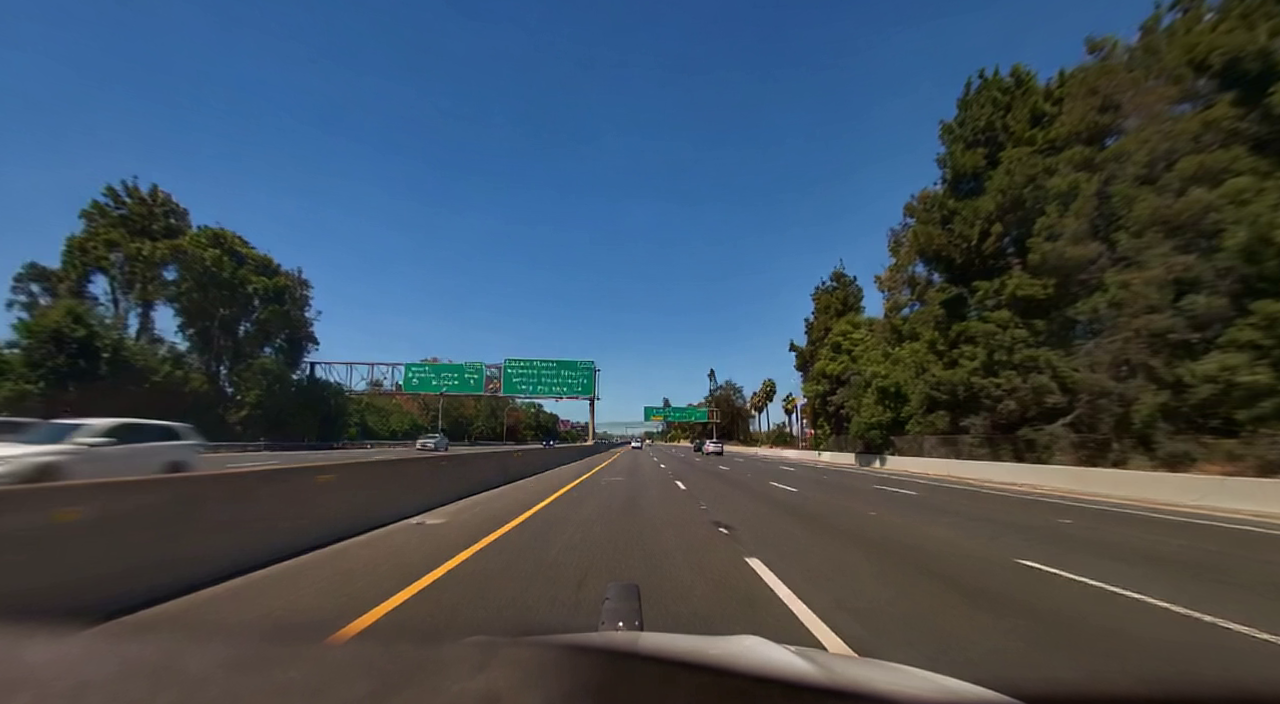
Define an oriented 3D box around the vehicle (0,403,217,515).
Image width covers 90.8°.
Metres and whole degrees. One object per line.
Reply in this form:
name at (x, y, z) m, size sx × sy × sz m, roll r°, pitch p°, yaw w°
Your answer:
vehicle at (-9.407, 1.703, 10.279) m, size 1.947 × 1.466 × 4.461 m, roll 0°, pitch -9°, yaw 0°
